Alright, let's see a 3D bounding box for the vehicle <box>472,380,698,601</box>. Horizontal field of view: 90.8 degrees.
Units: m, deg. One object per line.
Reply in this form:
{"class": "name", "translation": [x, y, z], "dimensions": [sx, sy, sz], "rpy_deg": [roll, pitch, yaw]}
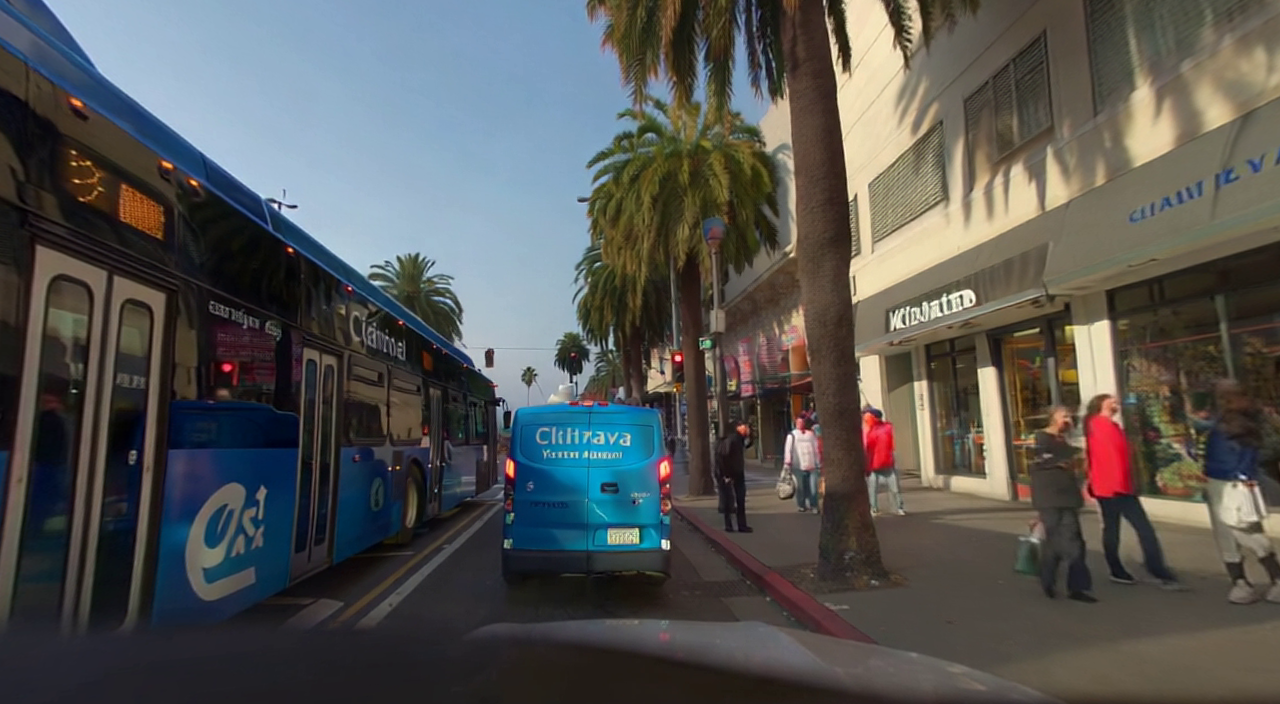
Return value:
{"class": "vehicle", "translation": [-0.797, 1.527, 7.795], "dimensions": [2.002, 1.907, 4.211], "rpy_deg": [1, -9, -9]}

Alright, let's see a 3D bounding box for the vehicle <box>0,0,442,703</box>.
{"class": "vehicle", "translation": [-3.719, 0.140, 2.870], "dimensions": [2.863, 3.233, 11.573], "rpy_deg": [1, -8, -5]}
